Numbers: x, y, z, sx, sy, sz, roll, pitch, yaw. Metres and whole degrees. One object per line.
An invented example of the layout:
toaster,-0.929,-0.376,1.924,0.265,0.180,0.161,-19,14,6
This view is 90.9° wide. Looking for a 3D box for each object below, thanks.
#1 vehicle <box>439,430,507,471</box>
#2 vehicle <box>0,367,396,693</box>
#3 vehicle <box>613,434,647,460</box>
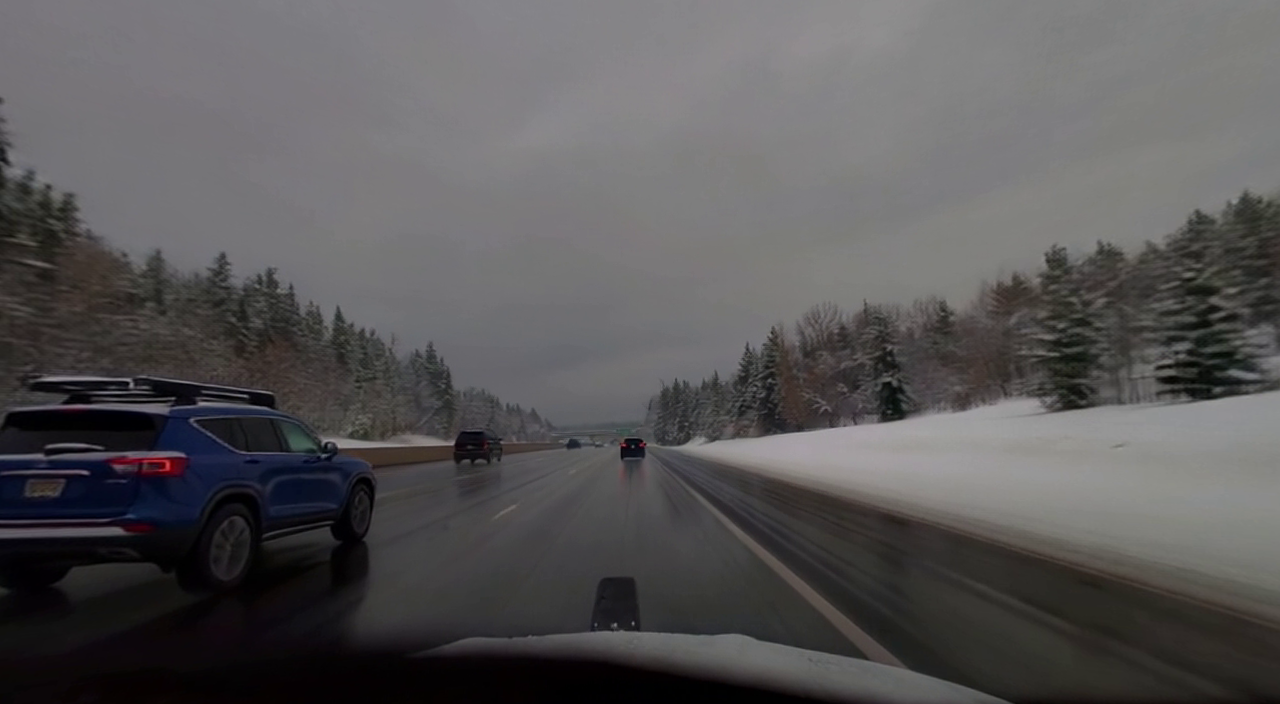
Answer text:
vehicle,-7.722,4.567,29.606,1.964,1.745,4.338,0,-8,1
vehicle,-4.188,1.260,5.772,2.069,1.748,4.652,0,-8,-1
vehicle,-0.678,6.352,42.267,2.178,1.658,3.916,0,-7,-1
